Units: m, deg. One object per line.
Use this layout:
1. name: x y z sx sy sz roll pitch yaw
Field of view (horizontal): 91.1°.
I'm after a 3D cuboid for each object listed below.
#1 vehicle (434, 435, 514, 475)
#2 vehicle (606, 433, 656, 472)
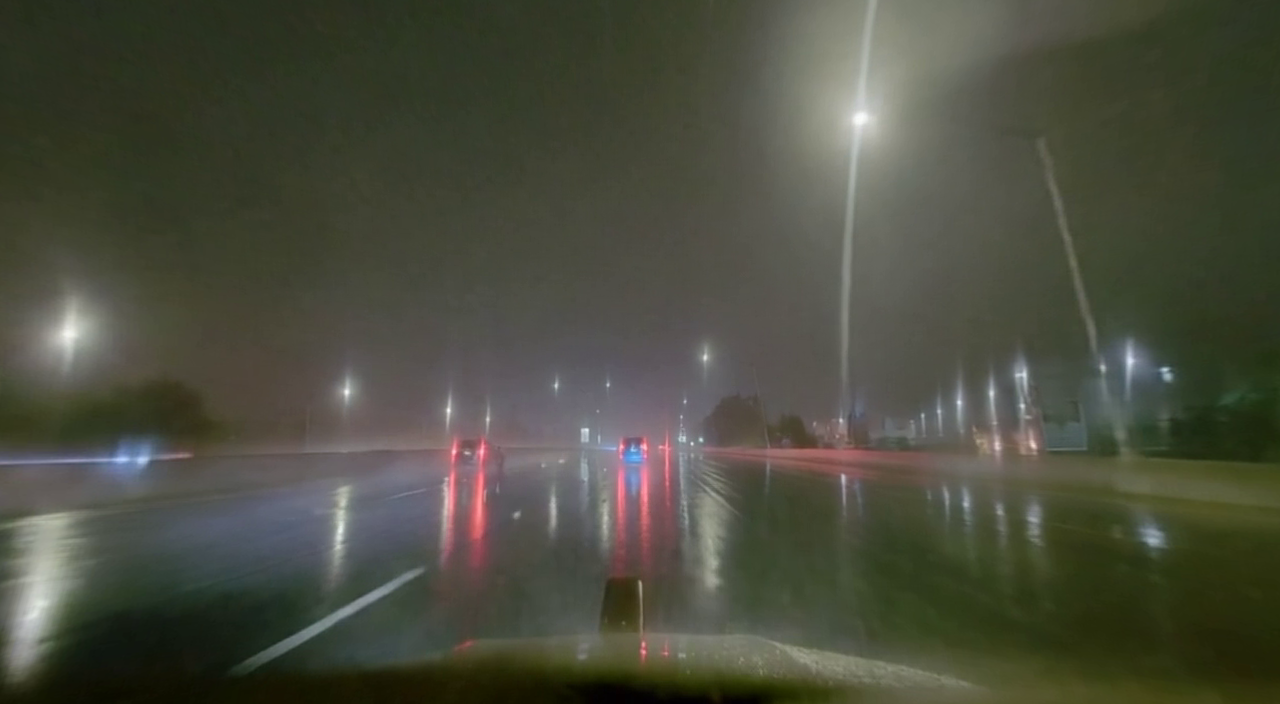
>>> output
1. vehicle: -6.925 4.353 26.680 1.994 1.519 4.668 0 -9 2
2. vehicle: -0.337 4.715 29.595 2.155 1.690 4.318 0 -8 1
